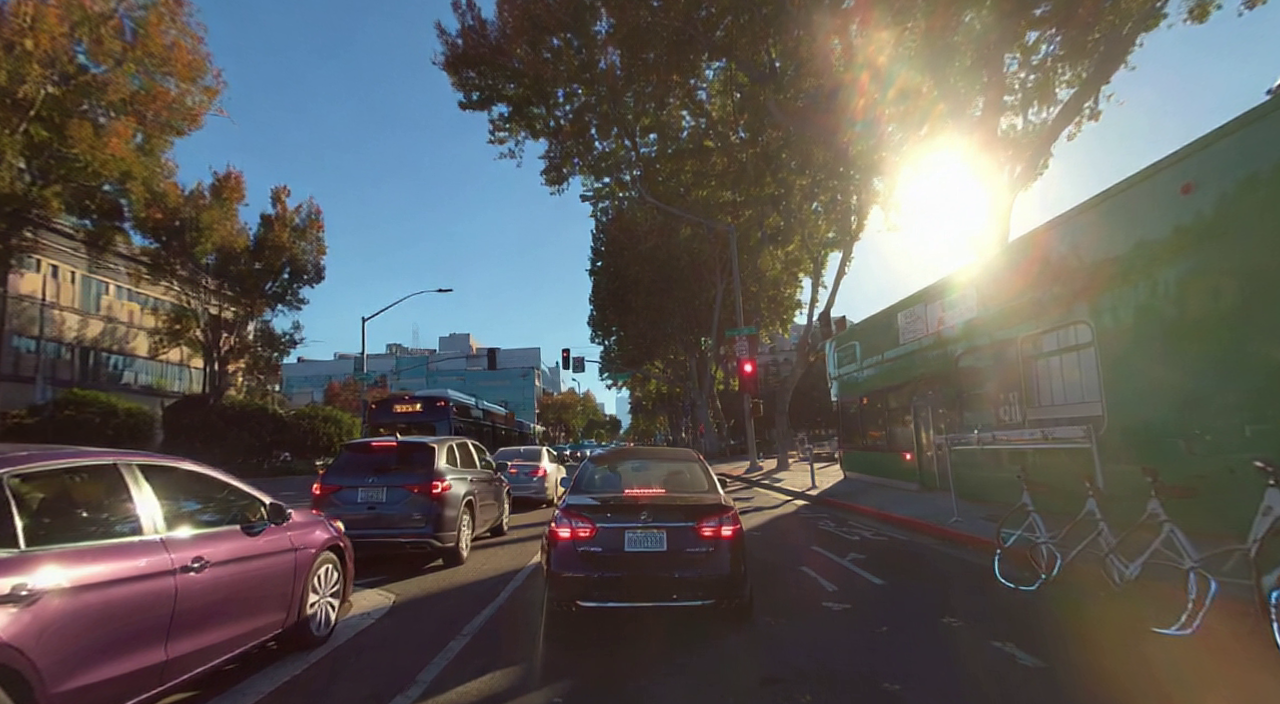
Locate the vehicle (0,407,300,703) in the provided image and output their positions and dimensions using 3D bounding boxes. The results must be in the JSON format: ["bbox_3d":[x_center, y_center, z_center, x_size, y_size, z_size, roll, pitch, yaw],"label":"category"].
[{"bbox_3d":[-3.171,0.876,1.730,1.867,1.486,4.452,0,-8,2],"label":"vehicle"}]

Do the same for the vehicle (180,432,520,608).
[{"bbox_3d":[-2.908,1.756,7.635,1.944,1.481,4.385,0,-8,1],"label":"vehicle"}]

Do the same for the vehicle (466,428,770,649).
[{"bbox_3d":[-0.135,1.530,6.169,2.031,1.461,3.763,0,-8,0],"label":"vehicle"}]
